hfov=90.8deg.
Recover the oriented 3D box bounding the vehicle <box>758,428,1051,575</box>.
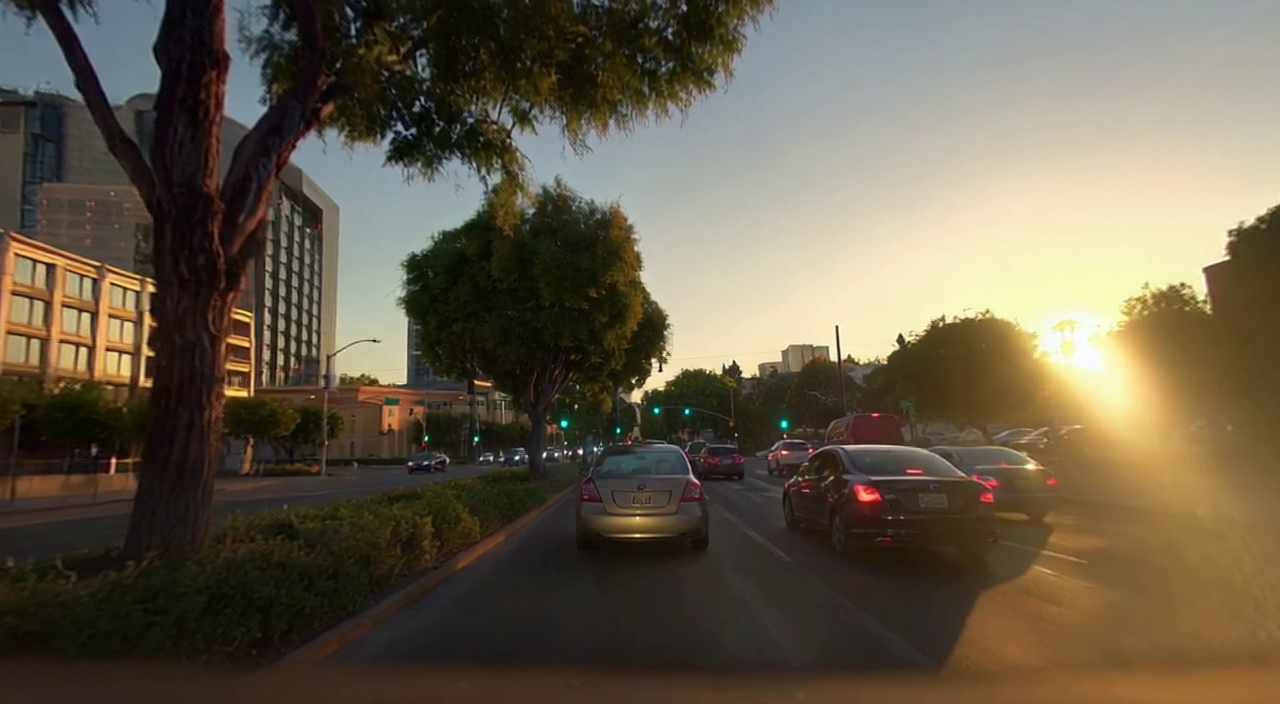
[{"bbox_3d":[3.131,1.859,8.770,1.995,1.483,4.533,0,-8,-2],"label":"vehicle"}]

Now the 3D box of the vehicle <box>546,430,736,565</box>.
[{"bbox_3d":[-0.037,1.924,9.132,2.105,1.474,4.127,0,-8,-1],"label":"vehicle"}]

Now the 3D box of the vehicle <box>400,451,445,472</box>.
[{"bbox_3d":[-16.693,8.389,48.724,1.864,1.489,4.346,0,-8,0],"label":"vehicle"}]
